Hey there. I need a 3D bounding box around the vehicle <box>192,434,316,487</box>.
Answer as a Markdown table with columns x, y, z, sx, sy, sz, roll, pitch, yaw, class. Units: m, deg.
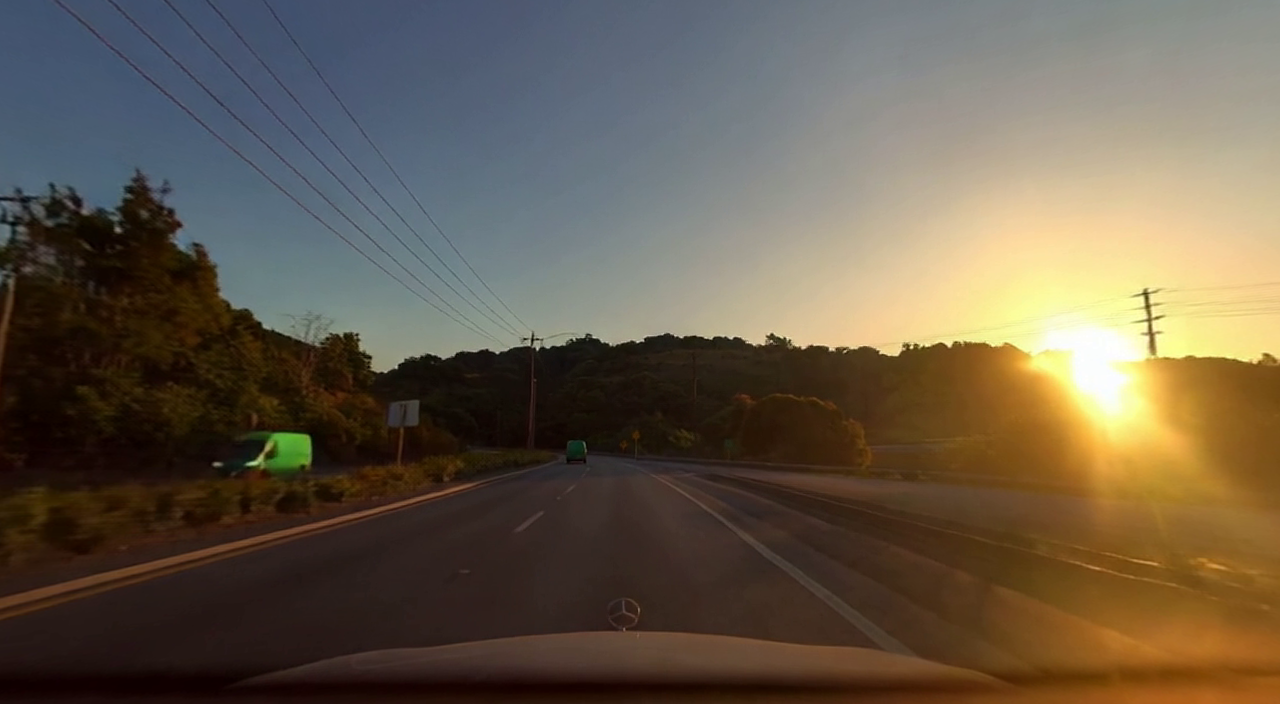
| x | y | z | sx | sy | sz | roll | pitch | yaw | class |
| --- | --- | --- | --- | --- | --- | --- | --- | --- | --- |
| -14.680 | 4.137 | 24.265 | 2.084 | 1.806 | 4.332 | 0 | -9 | -2 | vehicle |
